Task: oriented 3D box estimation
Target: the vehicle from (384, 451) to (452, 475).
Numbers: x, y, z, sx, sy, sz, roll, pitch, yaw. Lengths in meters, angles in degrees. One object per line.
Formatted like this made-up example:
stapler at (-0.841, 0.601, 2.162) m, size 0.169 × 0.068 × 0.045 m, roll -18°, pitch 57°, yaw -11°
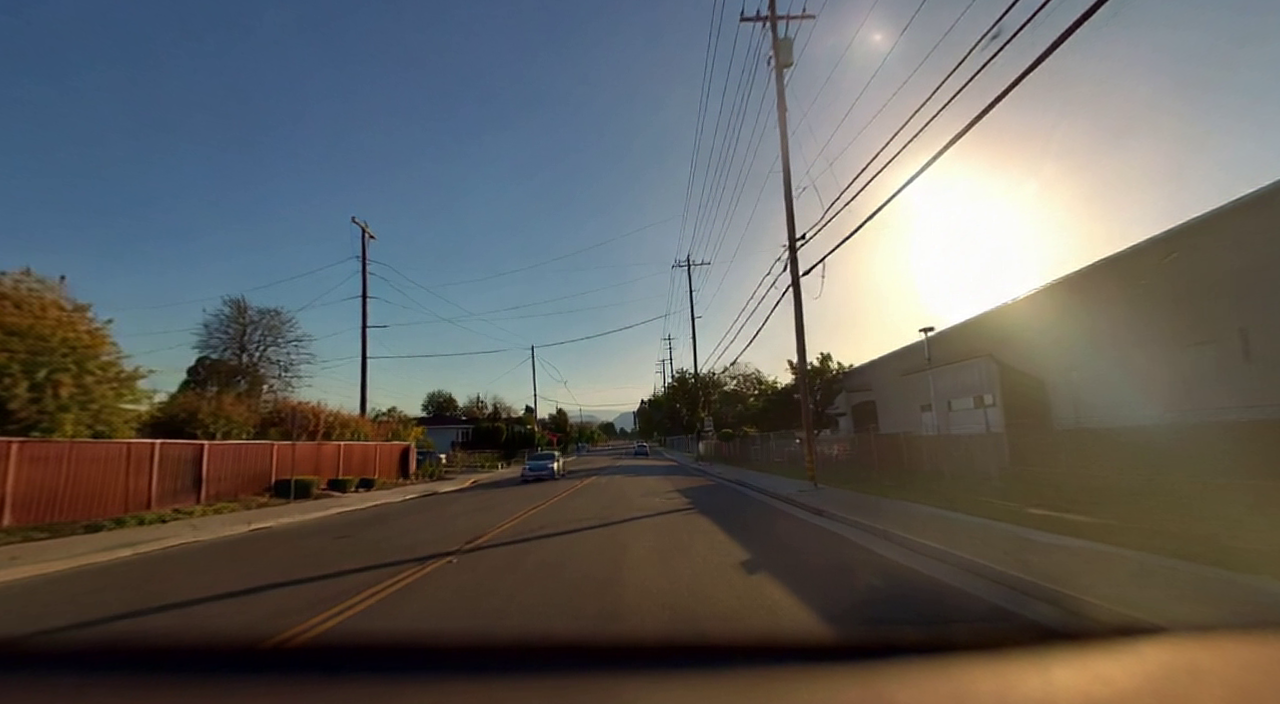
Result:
vehicle at (-17.129, 8.561, 49.015) m, size 4.556 × 1.767 × 2.023 m, roll 0°, pitch -9°, yaw -4°
